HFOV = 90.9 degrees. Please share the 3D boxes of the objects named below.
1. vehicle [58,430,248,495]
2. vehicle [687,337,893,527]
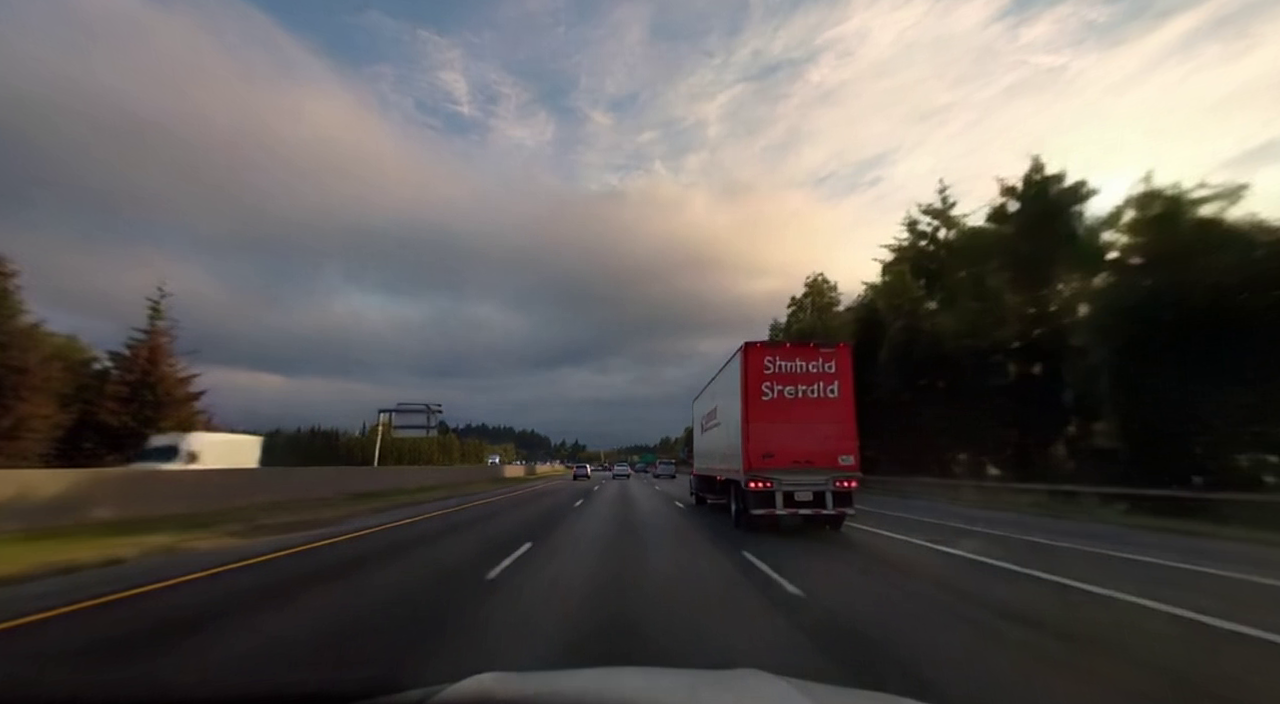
[{"bbox_3d":[-16.938,3.978,22.539,2.079,1.951,6.068,1,-10,-2],"label":"vehicle"},{"bbox_3d":[3.908,3.053,21.376,2.992,4.300,13.967,1,-10,-2],"label":"vehicle"}]
